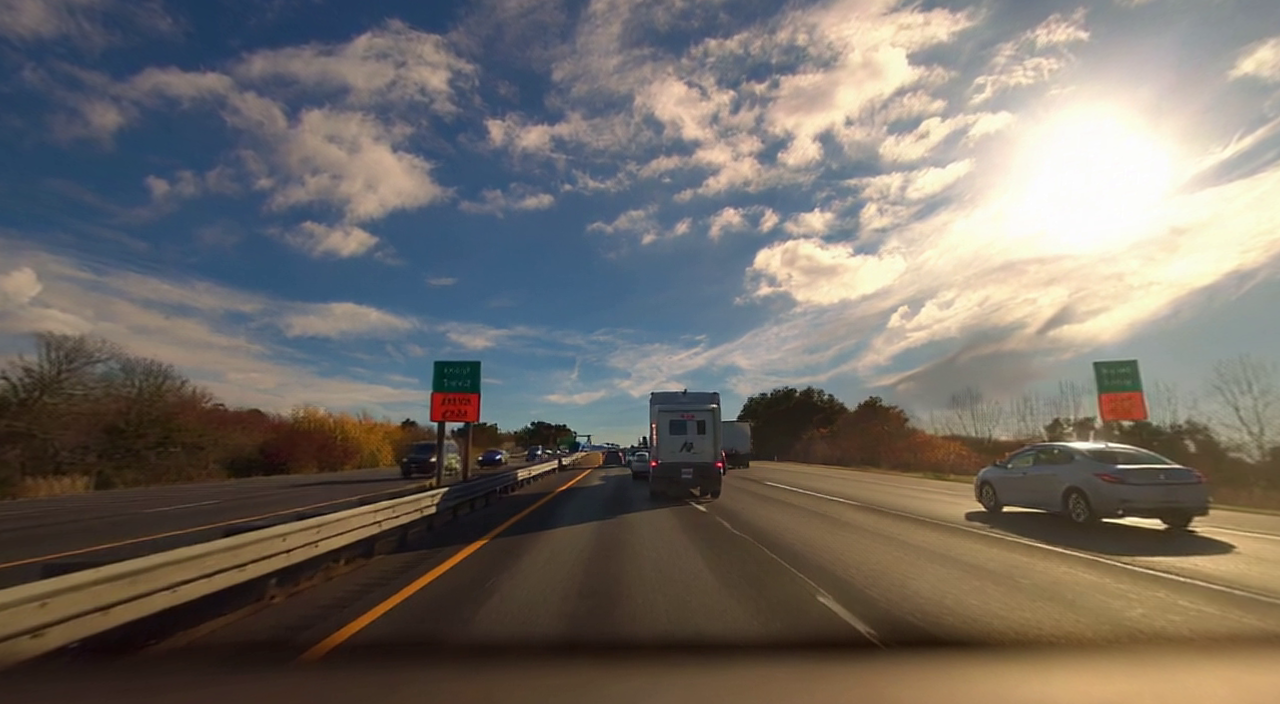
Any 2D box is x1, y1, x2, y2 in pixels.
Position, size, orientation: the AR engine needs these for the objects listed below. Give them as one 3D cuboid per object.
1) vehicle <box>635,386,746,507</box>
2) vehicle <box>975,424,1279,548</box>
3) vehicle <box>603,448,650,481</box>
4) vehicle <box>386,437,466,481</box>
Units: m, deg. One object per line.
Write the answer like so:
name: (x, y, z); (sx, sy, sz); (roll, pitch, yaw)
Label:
vehicle: (1.408, 2.629, 17.425); (2.506, 2.743, 6.093); (-1, -9, 5)
vehicle: (7.378, 1.988, 9.866); (1.988, 1.534, 3.763); (0, -9, -2)
vehicle: (-0.605, 5.068, 28.472); (1.985, 1.371, 3.674); (0, -9, -1)
vehicle: (-9.964, 5.013, 29.638); (2.140, 1.901, 4.718); (0, -9, -1)
